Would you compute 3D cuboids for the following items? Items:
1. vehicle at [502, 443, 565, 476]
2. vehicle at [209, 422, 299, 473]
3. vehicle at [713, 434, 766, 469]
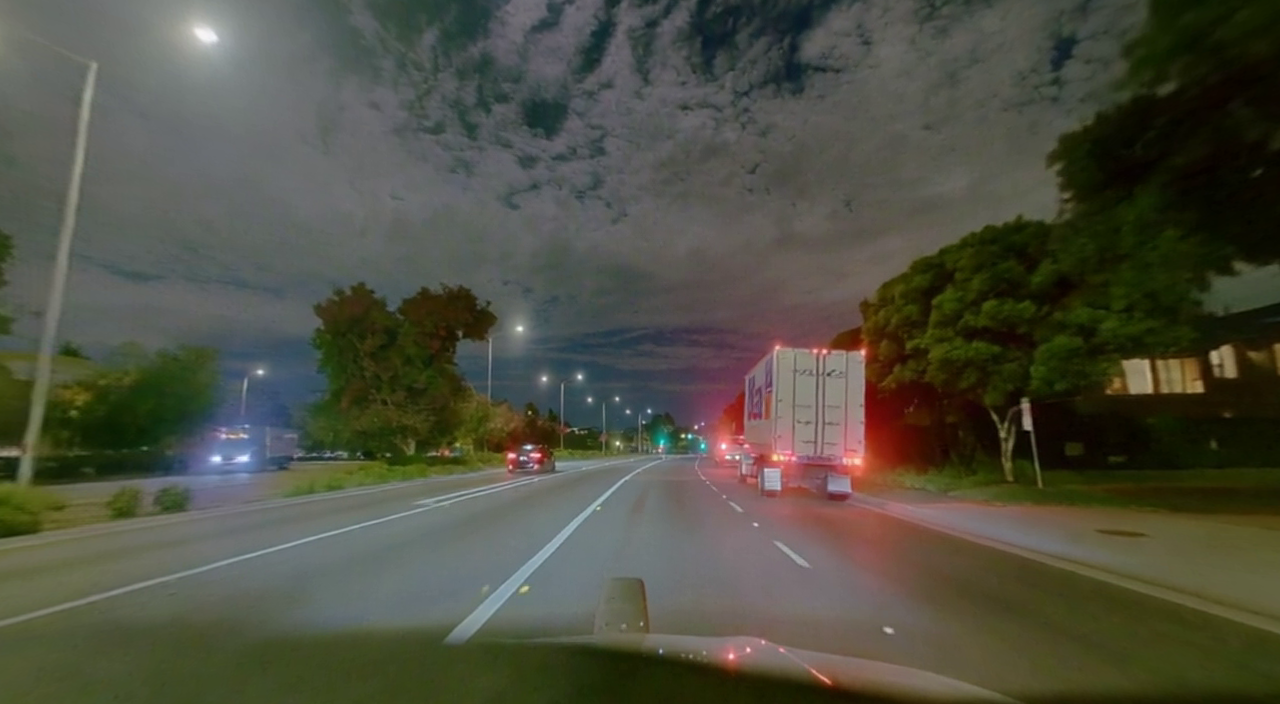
[{"bbox_3d":[-5.105,5.241,30.968,2.060,1.473,4.645,0,-8,3],"label":"vehicle"},{"bbox_3d":[-22.547,5.624,37.206,2.421,2.746,5.968,2,-8,-11],"label":"vehicle"},{"bbox_3d":[6.184,6.284,40.138,2.695,2.013,6.661,0,-8,4],"label":"vehicle"}]
